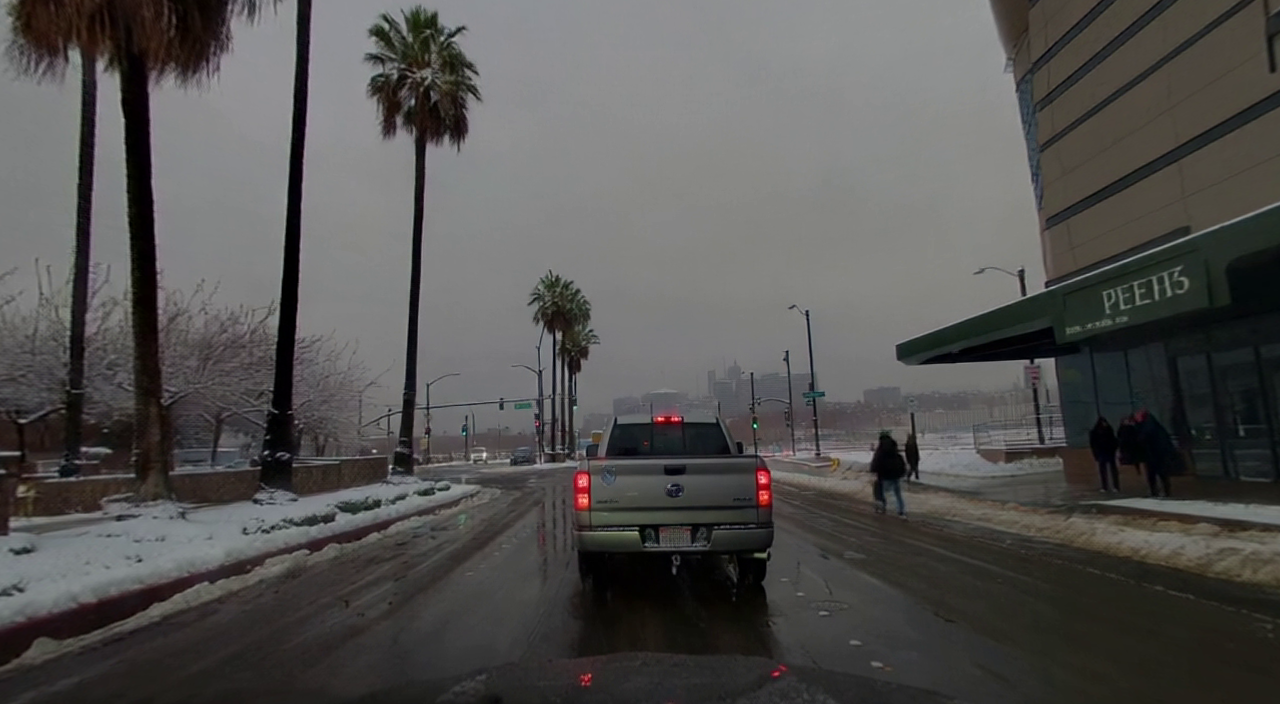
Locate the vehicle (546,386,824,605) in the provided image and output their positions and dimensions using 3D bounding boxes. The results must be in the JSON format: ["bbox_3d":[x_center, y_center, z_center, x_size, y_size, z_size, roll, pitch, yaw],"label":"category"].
[{"bbox_3d":[0.404,1.591,7.981,2.311,1.819,5.255,0,-8,1],"label":"vehicle"}]

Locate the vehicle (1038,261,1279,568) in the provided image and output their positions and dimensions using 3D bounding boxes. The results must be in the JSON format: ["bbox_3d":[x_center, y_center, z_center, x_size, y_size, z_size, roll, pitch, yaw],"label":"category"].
[{"bbox_3d":[7.907,0.880,8.603,2.666,3.345,3.622,-1,-9,7],"label":"vehicle"}]
